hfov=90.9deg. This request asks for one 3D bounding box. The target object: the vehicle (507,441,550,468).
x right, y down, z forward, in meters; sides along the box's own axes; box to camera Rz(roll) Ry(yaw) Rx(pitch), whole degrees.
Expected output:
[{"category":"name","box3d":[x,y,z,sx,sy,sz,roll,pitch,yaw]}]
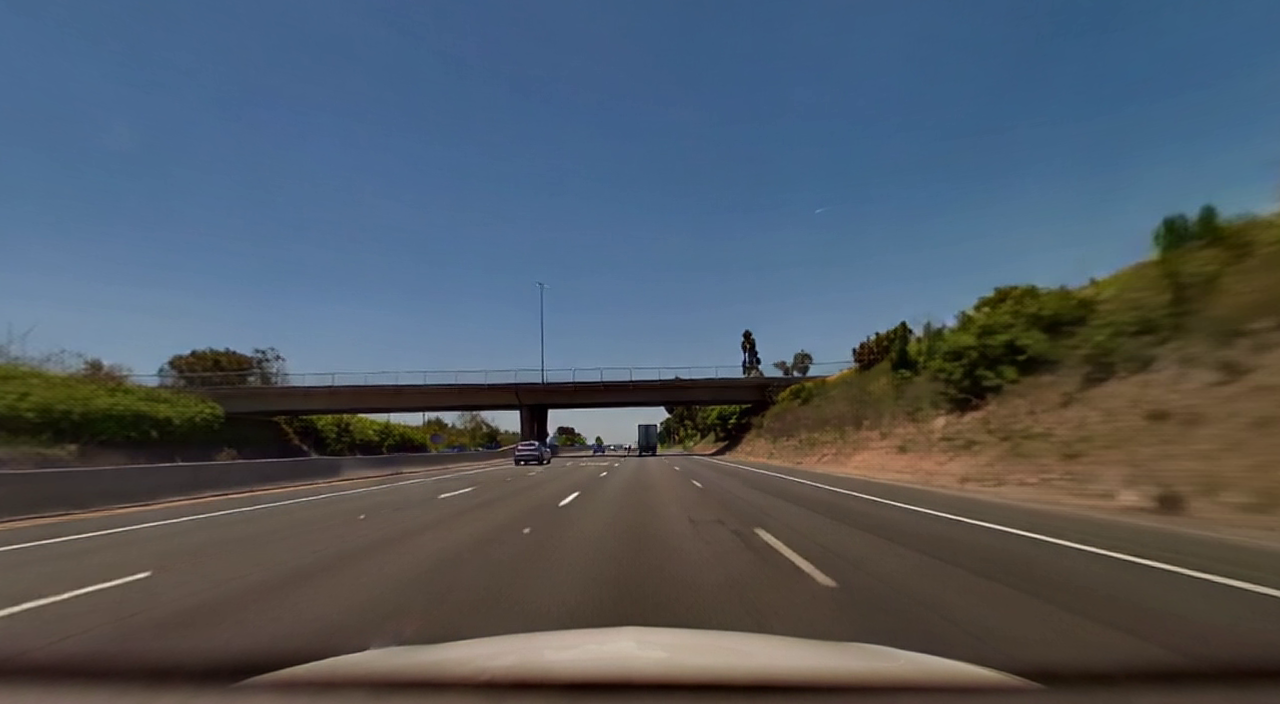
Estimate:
[{"category":"vehicle","box3d":[-7.203,6.662,41.228,1.981,1.685,4.171,0,-8,1]}]

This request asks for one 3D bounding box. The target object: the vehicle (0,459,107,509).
[{"category":"vehicle","box3d":[-20.867,4.408,21.248,1.779,1.445,4.509,0,-8,1]}]
